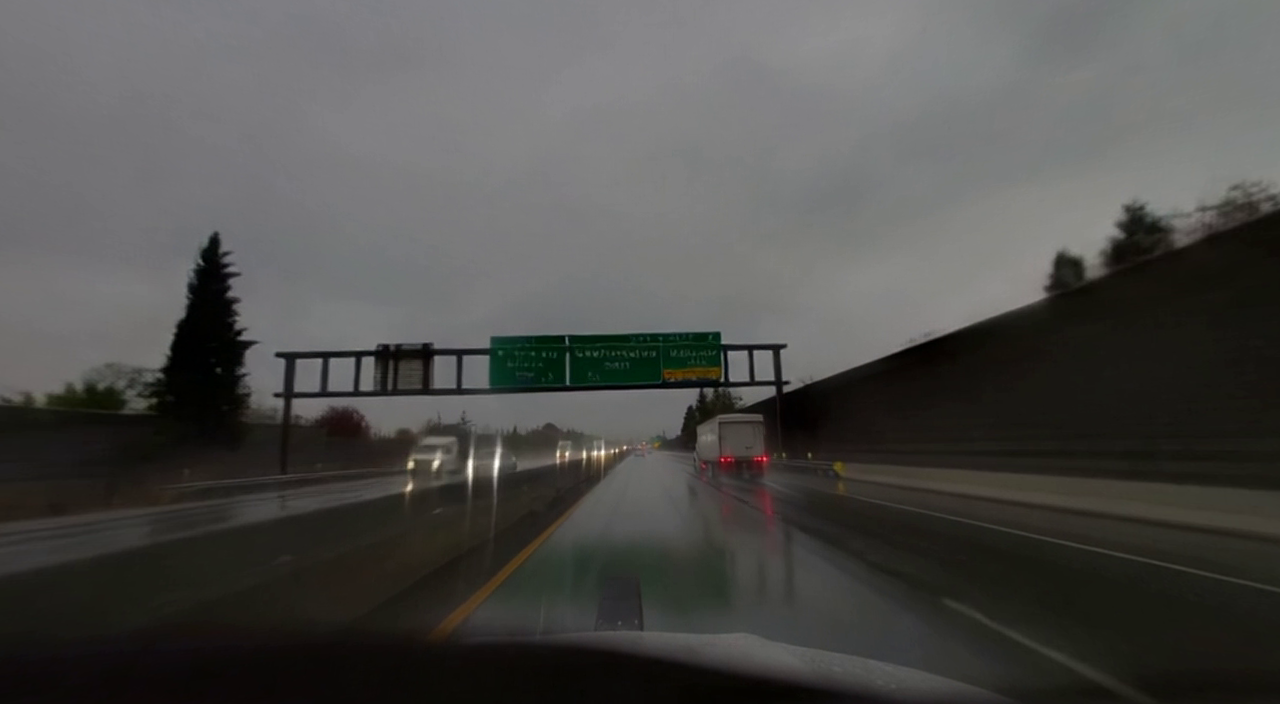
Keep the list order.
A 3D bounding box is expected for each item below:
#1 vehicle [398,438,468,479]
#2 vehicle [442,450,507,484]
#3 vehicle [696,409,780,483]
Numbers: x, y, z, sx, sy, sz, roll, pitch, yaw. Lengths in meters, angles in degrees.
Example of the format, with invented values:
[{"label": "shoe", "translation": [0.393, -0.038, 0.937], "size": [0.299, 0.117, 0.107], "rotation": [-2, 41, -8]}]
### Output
[{"label": "vehicle", "translation": [-12.981, 6.711, 39.922], "size": [2.364, 2.387, 6.068], "rotation": [0, -9, 0]}, {"label": "vehicle", "translation": [-8.355, 5.813, 32.160], "size": [2.157, 1.583, 4.227], "rotation": [0, -9, 1]}, {"label": "vehicle", "translation": [4.072, 4.128, 27.574], "size": [2.449, 2.805, 6.763], "rotation": [0, -9, -1]}]
